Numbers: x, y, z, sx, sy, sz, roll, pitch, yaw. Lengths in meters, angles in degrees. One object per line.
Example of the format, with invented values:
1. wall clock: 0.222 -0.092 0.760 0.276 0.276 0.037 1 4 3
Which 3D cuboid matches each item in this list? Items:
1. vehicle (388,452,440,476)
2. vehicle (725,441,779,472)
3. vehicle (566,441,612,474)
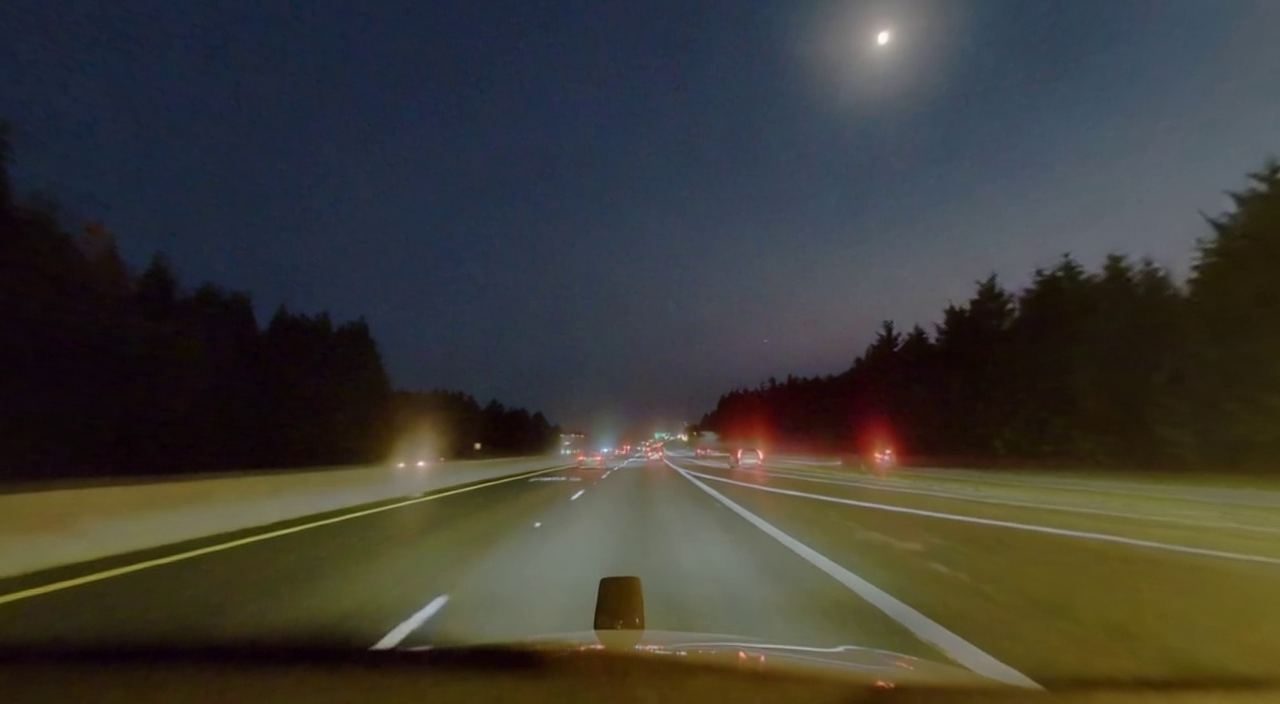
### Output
1. vehicle: -15.343 7.621 43.085 1.861 1.466 4.266 0 -9 1
2. vehicle: 6.279 5.893 35.896 2.021 1.639 4.203 0 -9 -3
3. vehicle: -2.714 5.739 34.498 2.037 1.638 4.274 0 -9 1
